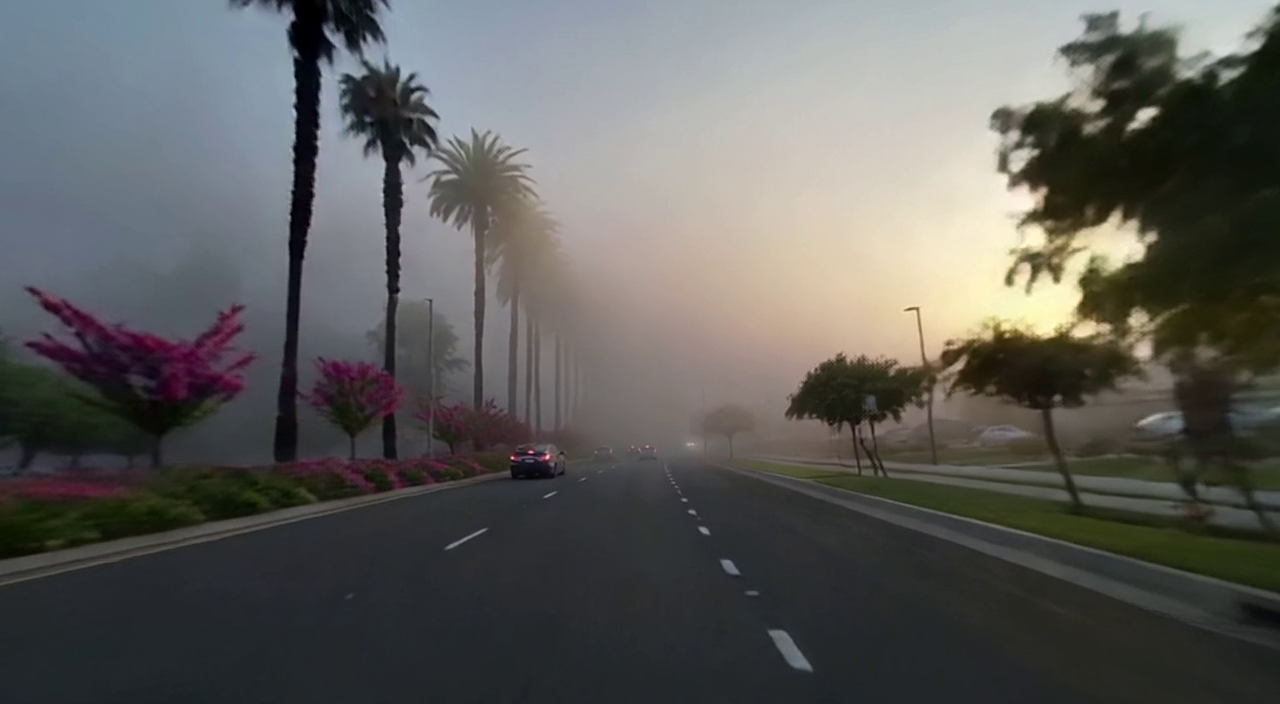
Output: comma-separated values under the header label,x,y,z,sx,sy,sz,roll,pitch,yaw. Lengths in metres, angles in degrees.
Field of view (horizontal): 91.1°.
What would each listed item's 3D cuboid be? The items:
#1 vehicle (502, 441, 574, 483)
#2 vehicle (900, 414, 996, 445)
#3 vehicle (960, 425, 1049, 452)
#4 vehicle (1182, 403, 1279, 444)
label,x,y,z,sx,sy,sz,roll,pitch,yaw
vehicle,-3.910,4.307,24.845,2.036,1.478,4.508,0,-9,1
vehicle,21.416,5.445,43.840,5.458,2.044,2.299,0,-9,-2
vehicle,21.669,5.144,37.470,4.168,1.489,1.768,0,-7,5
vehicle,24.693,2.879,25.205,3.956,1.565,1.886,-1,-8,4
